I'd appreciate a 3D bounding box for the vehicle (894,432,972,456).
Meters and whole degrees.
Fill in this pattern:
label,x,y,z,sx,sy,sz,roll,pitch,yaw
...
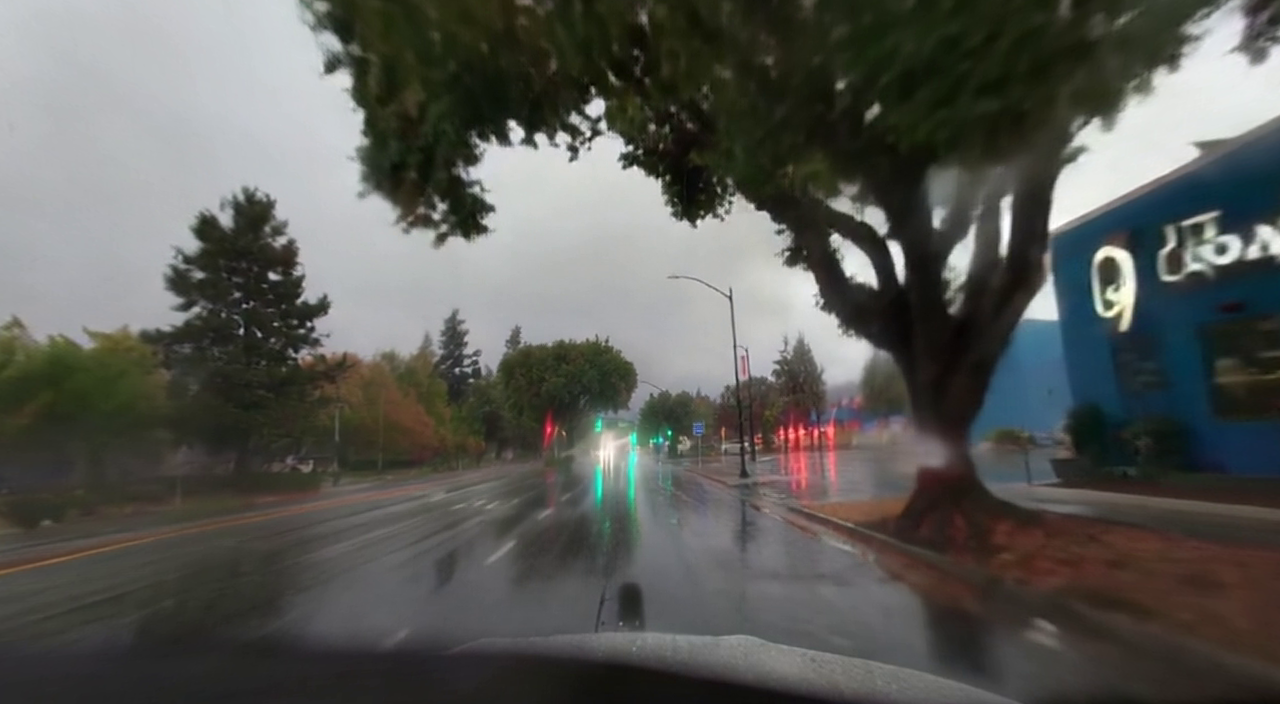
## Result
label,x,y,z,sx,sy,sz,roll,pitch,yaw
vehicle,22.868,7.218,49.399,4.902,1.519,2.182,-4,-9,0
